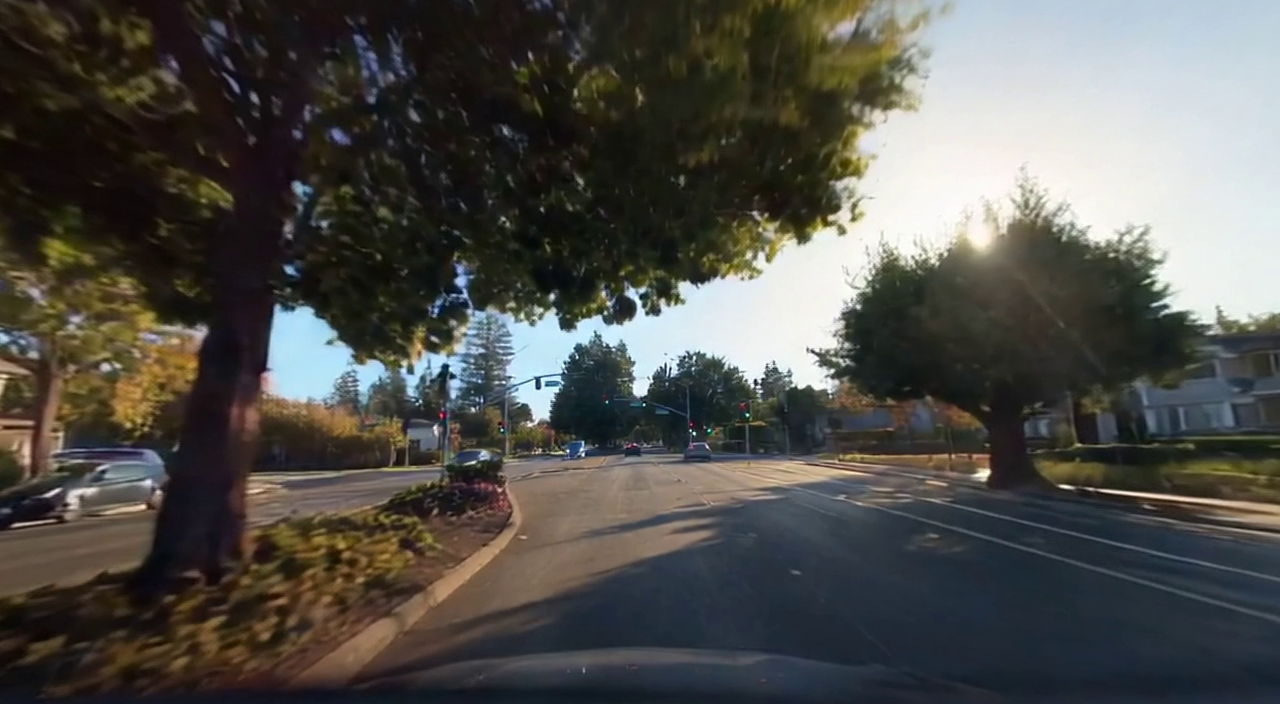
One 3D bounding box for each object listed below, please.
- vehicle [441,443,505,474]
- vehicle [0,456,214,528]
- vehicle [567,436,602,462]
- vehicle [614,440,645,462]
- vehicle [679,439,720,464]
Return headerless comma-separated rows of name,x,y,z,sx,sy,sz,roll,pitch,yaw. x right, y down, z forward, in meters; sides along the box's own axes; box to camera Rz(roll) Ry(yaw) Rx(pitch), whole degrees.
vehicle,-8.695,5.585,33.349,2.030,1.495,4.570,0,-8,2
vehicle,-13.315,3.397,15.883,1.992,1.453,4.439,0,-8,2
vehicle,-4.039,7.158,46.656,2.066,1.756,4.422,0,-8,2
vehicle,-0.664,7.005,44.812,2.075,1.449,4.006,0,-8,1
vehicle,3.762,6.427,40.794,2.133,1.494,4.265,0,-8,-2
